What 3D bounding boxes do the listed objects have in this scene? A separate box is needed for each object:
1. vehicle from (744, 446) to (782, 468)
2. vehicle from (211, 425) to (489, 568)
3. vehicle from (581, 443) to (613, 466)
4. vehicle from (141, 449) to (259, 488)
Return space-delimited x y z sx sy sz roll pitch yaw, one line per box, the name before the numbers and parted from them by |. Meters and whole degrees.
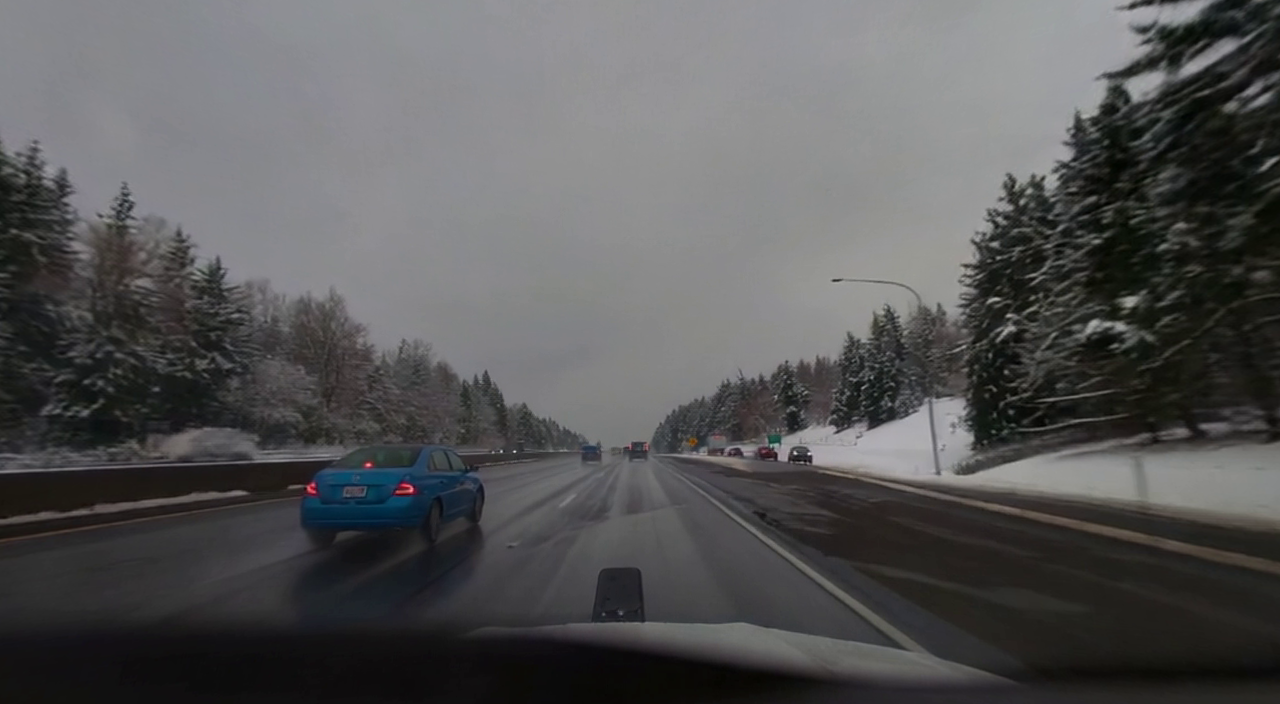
vehicle | 8.859 7.585 45.906 1.940 1.496 4.992 -1 -9 3
vehicle | -3.691 1.908 9.072 2.020 1.554 4.137 0 -9 0
vehicle | -3.287 7.903 49.031 2.206 1.683 4.300 0 -9 0
vehicle | -17.644 4.652 25.587 1.875 1.426 3.961 0 -9 0
